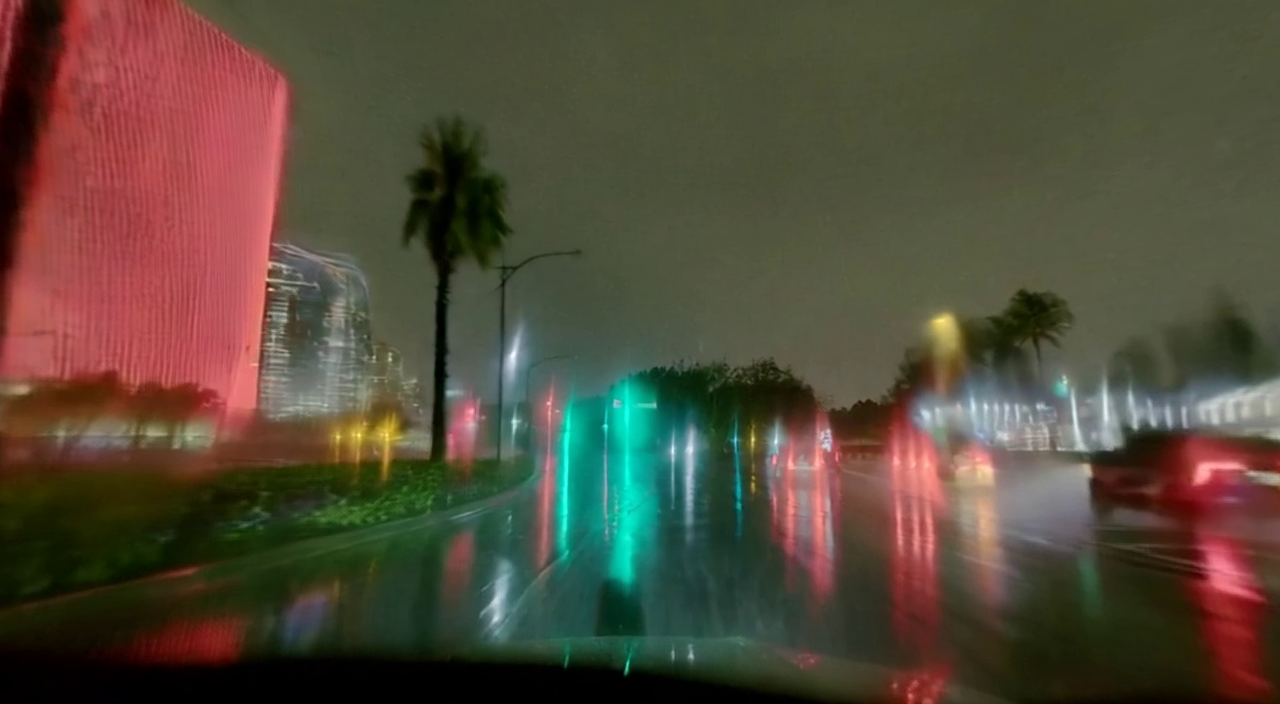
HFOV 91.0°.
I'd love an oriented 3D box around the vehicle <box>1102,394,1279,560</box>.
[{"bbox_3d":[9.017,1.775,9.240,1.813,2.150,3.038,4,-7,-18],"label":"vehicle"}]
